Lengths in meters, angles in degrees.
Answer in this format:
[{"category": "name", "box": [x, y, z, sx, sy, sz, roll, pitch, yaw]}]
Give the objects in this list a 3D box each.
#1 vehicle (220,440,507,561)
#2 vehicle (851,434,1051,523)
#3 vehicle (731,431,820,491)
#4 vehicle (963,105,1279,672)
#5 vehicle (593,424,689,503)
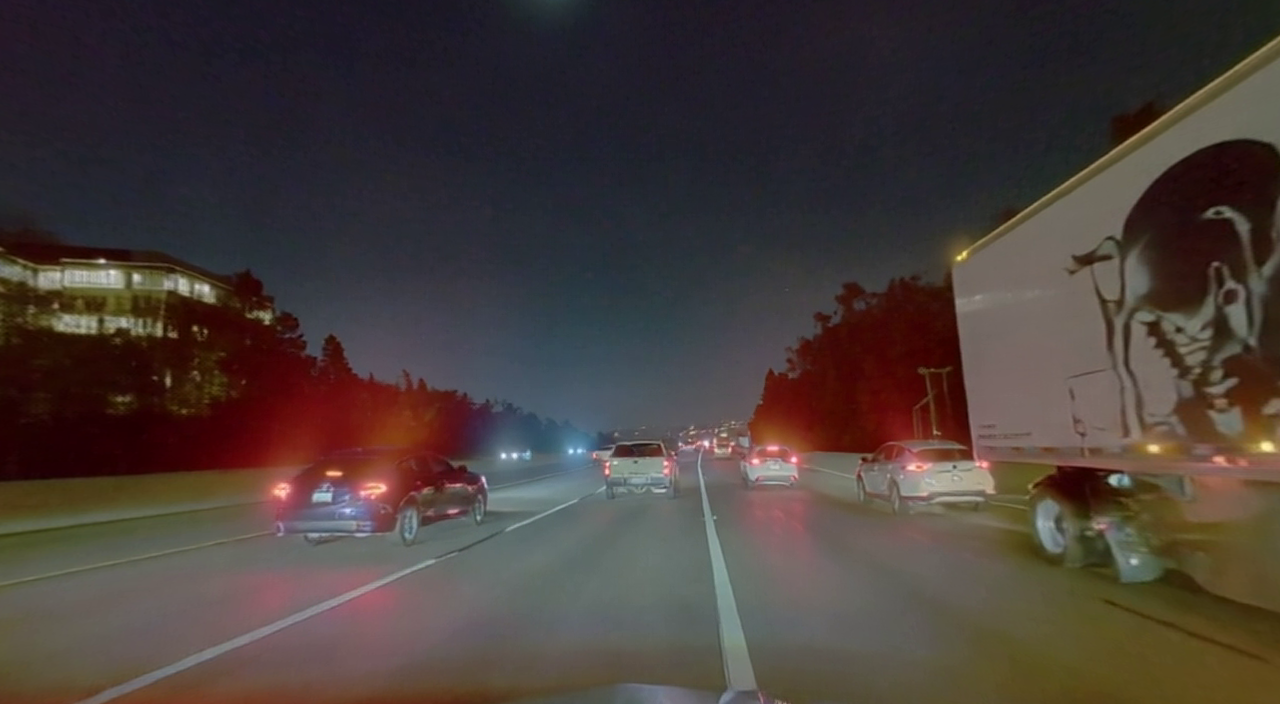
[{"category": "vehicle", "box": [-3.937, 2.176, 10.240, 1.965, 1.443, 4.968, -1, -8, 7]}, {"category": "vehicle", "box": [5.936, 2.442, 12.796, 2.053, 1.473, 4.383, -1, -8, 4]}, {"category": "vehicle", "box": [4.236, 3.483, 20.495, 2.156, 1.701, 4.494, -1, -8, 4]}, {"category": "vehicle", "box": [5.106, 0.097, 2.822, 2.987, 3.212, 9.311, -1, -8, 4]}, {"category": "vehicle", "box": [0.195, 2.942, 17.038, 2.153, 1.805, 4.631, -1, -8, 5]}]
